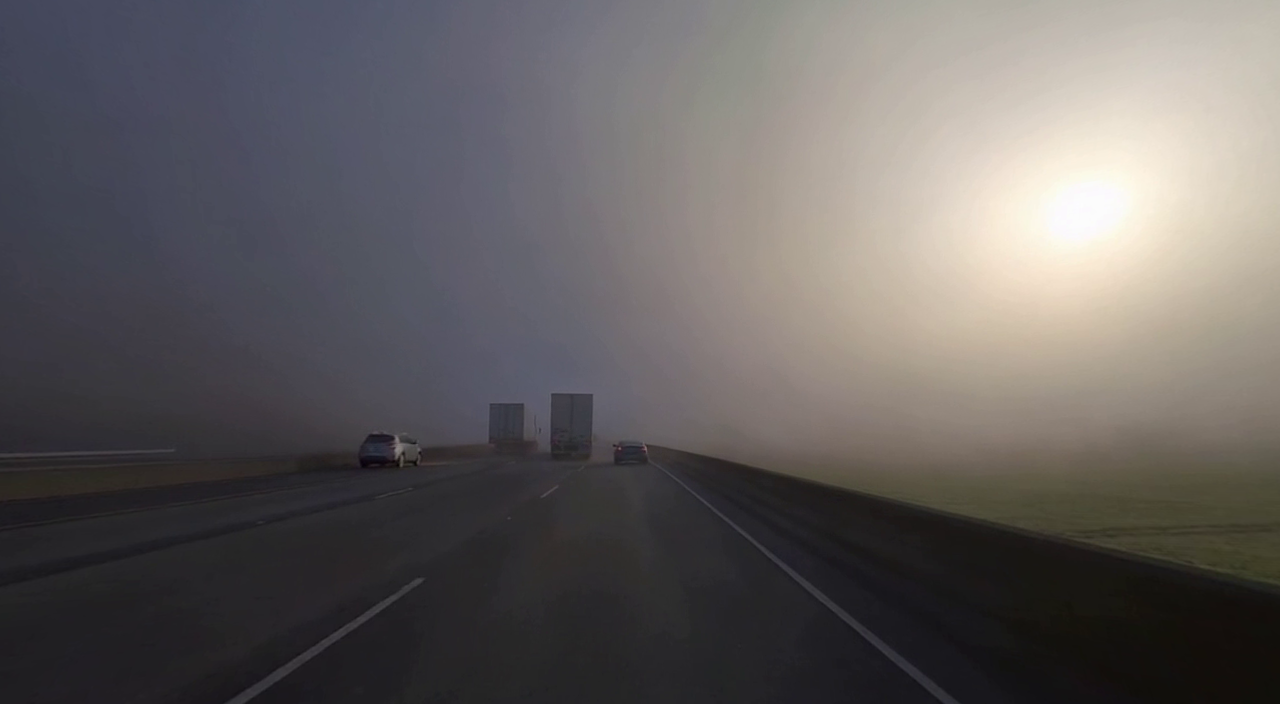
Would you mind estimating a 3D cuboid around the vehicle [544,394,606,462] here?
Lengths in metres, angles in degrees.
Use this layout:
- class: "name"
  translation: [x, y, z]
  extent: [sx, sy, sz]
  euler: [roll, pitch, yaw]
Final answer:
- class: "vehicle"
  translation: [-4.324, 5.745, 46.415]
  extent: [3.475, 4.037, 17.454]
  euler: [0, -8, -2]

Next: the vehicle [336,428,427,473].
- class: "vehicle"
  translation: [-11.580, 4.431, 28.611]
  extent: [2.153, 1.841, 4.790]
  euler: [0, -8, -1]

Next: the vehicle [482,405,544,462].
- class: "vehicle"
  translation: [-8.221, 5.421, 41.608]
  extent: [2.728, 3.405, 7.096]
  euler: [0, -8, -2]

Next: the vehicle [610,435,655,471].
- class: "vehicle"
  translation: [-0.364, 4.464, 28.001]
  extent: [1.891, 1.477, 3.599]
  euler: [0, -8, -2]
